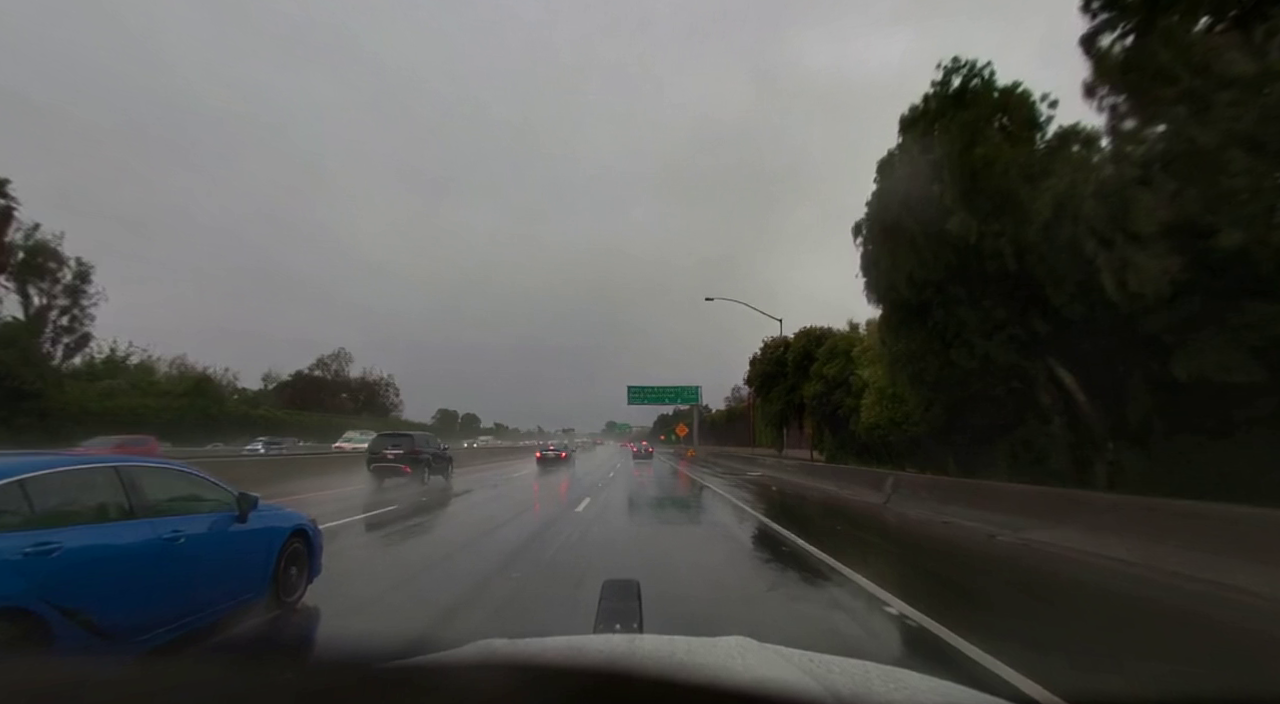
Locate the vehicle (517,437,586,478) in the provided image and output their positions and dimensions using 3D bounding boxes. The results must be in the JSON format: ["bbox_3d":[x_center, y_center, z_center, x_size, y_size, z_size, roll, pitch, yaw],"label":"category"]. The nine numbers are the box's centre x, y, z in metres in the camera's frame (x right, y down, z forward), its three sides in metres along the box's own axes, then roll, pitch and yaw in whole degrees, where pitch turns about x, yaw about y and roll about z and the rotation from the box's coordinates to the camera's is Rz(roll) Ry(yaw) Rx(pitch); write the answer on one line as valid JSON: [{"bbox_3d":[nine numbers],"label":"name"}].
[{"bbox_3d":[-3.443,4.220,25.490,2.068,1.501,4.395,0,-8,1],"label":"vehicle"}]

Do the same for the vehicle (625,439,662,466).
[{"bbox_3d":[0.163,5.854,36.912,2.018,1.508,4.087,0,-8,-1],"label":"vehicle"}]

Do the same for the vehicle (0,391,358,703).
[{"bbox_3d":[-3.591,1.054,3.442,2.025,1.506,4.429,0,-8,0],"label":"vehicle"}]

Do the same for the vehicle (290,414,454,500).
[{"bbox_3d":[-7.032,2.843,17.432,2.171,1.982,5.246,0,-8,1],"label":"vehicle"}]
